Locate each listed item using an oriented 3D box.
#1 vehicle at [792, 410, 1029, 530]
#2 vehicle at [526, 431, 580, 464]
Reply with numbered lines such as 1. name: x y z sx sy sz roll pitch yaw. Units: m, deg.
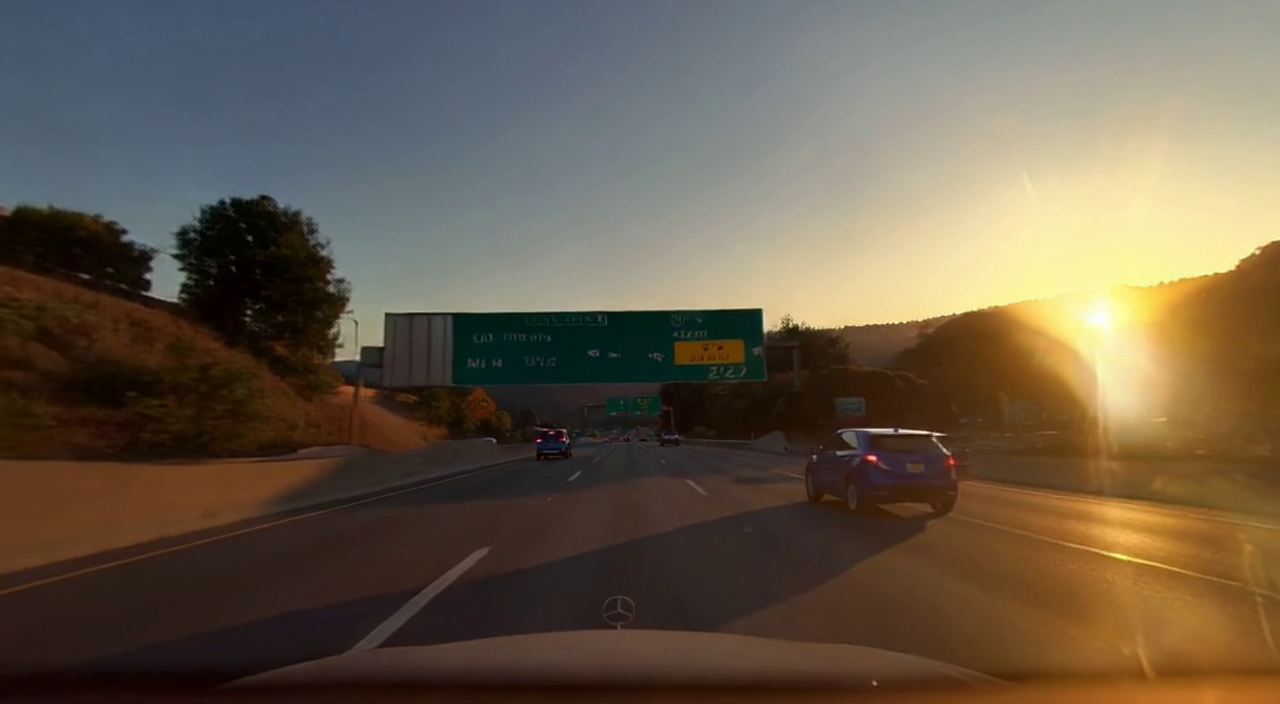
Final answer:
1. vehicle: 4.099 1.845 10.427 2.011 1.576 4.060 0 -8 -2
2. vehicle: -4.070 4.525 30.043 2.032 1.465 4.316 0 -8 -1
